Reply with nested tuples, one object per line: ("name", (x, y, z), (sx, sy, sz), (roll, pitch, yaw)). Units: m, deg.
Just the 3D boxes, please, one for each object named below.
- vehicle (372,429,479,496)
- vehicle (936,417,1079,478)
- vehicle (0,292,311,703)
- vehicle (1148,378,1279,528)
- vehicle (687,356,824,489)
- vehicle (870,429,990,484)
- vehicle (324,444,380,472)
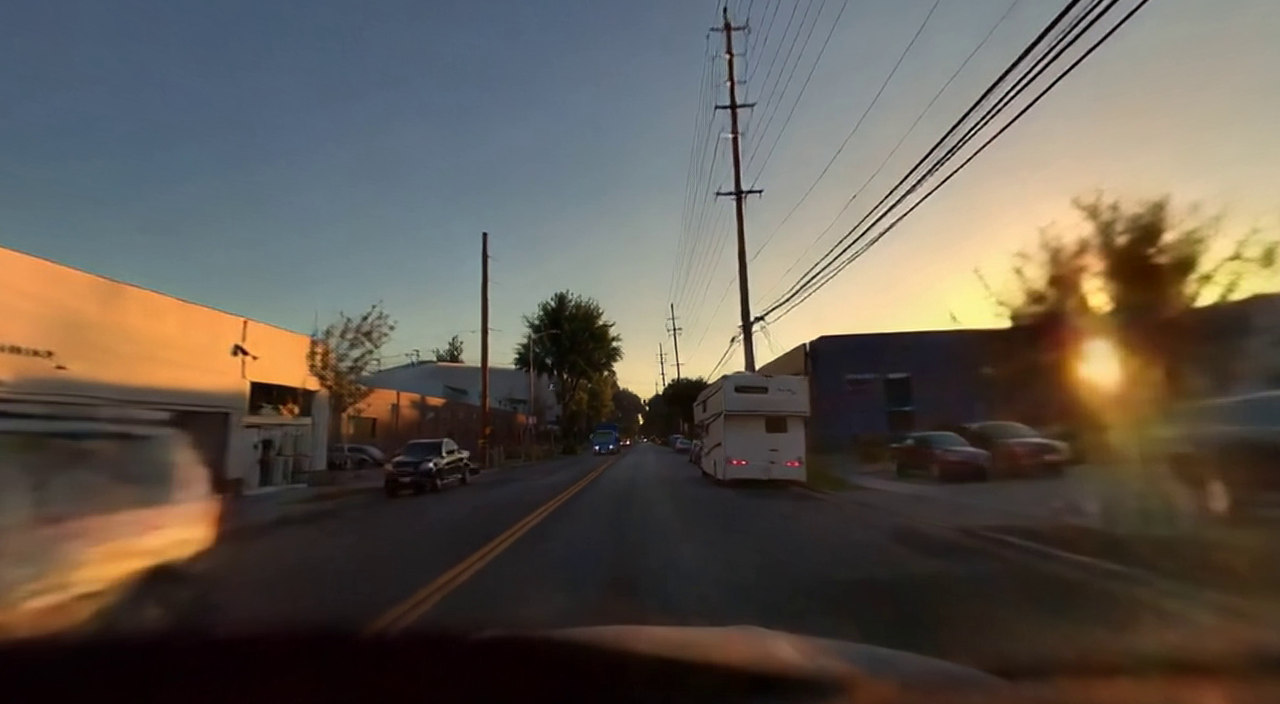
("vehicle", (-7.920, 4.129, 23.944), (2.177, 2.075, 5.427), (-4, -9, 0))
("vehicle", (12.266, 3.234, 21.548), (2.022, 1.849, 4.509), (0, -8, -2))
("vehicle", (-3.732, 0.758, 2.428), (2.307, 1.998, 4.734), (0, -8, 1))
("vehicle", (9.415, 1.256, 7.865), (2.111, 1.939, 4.756), (0, -8, -1))
("vehicle", (3.846, 2.829, 23.386), (3.029, 3.860, 7.726), (-5, -10, -3))
("vehicle", (9.634, 3.501, 21.448), (2.039, 1.662, 4.304), (0, -8, 1))
("vehicle", (-17.699, 6.495, 38.962), (1.740, 1.535, 3.860), (-4, -9, -1))
